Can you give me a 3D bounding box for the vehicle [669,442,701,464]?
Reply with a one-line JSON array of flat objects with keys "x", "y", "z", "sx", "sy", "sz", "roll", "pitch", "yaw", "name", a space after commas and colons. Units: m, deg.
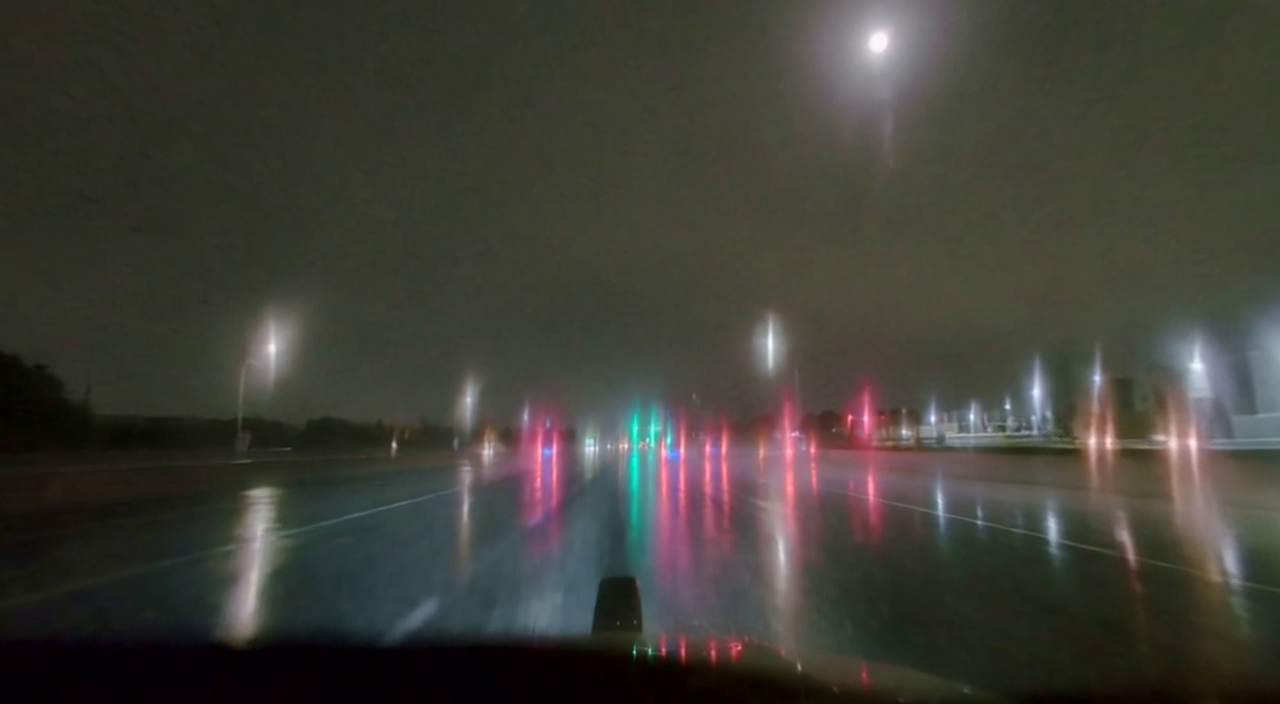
[{"x": 3.223, "y": 7.366, "z": 46.067, "sx": 2.000, "sy": 1.533, "sz": 3.770, "roll": 0, "pitch": -8, "yaw": -1, "name": "vehicle"}]
